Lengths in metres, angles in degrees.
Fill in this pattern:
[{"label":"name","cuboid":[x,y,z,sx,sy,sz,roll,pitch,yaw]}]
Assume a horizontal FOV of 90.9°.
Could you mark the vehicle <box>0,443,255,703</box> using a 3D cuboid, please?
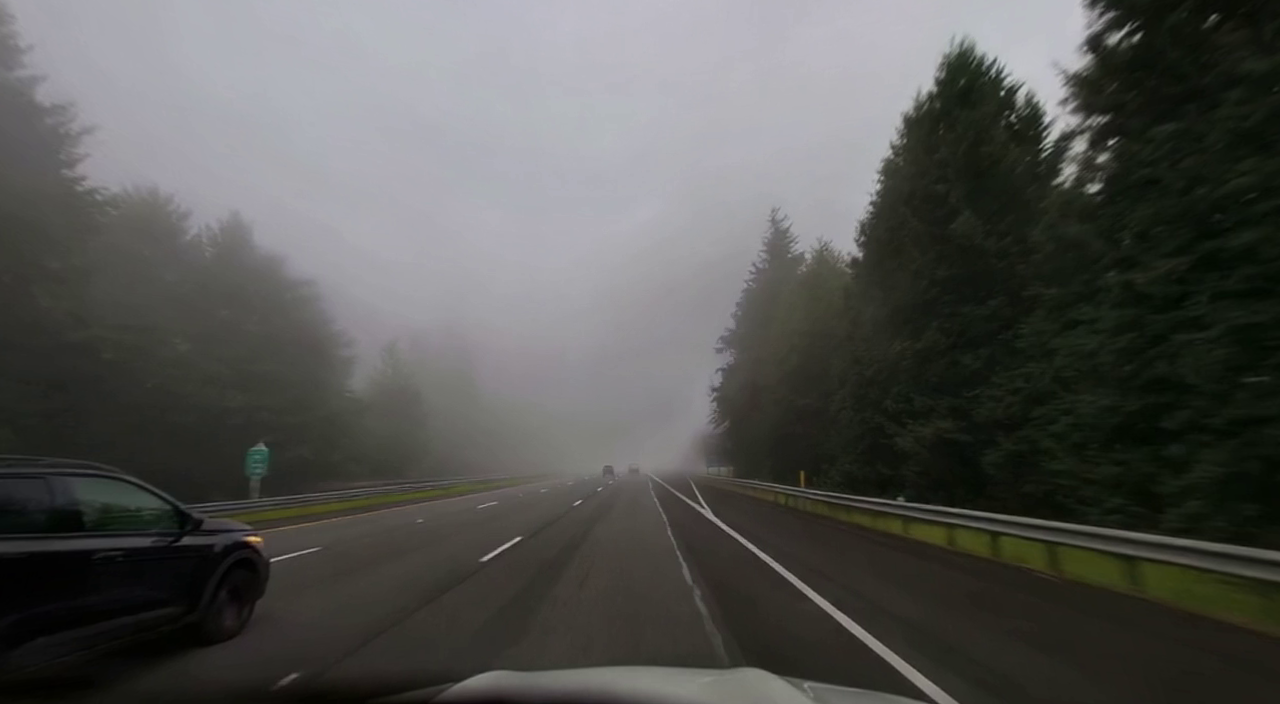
[{"label":"vehicle","cuboid":[-4.258,1.105,2.769,2.183,1.435,4.653,1,-10,0]}]
